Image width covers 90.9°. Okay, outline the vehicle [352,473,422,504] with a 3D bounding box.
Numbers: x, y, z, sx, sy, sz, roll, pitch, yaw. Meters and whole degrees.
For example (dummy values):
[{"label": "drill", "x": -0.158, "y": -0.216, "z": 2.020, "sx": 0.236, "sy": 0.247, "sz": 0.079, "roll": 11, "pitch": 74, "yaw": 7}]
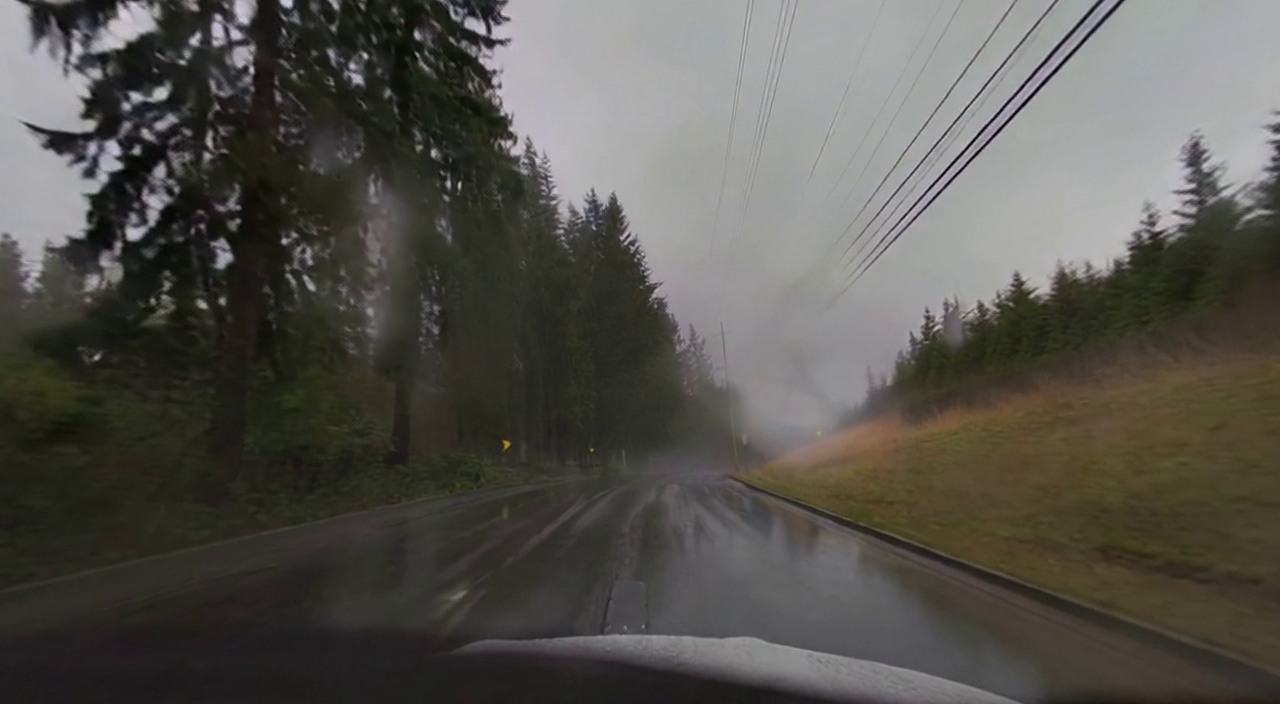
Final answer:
[{"label": "vehicle", "x": -15.883, "y": 8.494, "z": 39.508, "sx": 4.043, "sy": 1.673, "sz": 1.970, "roll": -5, "pitch": -10, "yaw": 31}]
